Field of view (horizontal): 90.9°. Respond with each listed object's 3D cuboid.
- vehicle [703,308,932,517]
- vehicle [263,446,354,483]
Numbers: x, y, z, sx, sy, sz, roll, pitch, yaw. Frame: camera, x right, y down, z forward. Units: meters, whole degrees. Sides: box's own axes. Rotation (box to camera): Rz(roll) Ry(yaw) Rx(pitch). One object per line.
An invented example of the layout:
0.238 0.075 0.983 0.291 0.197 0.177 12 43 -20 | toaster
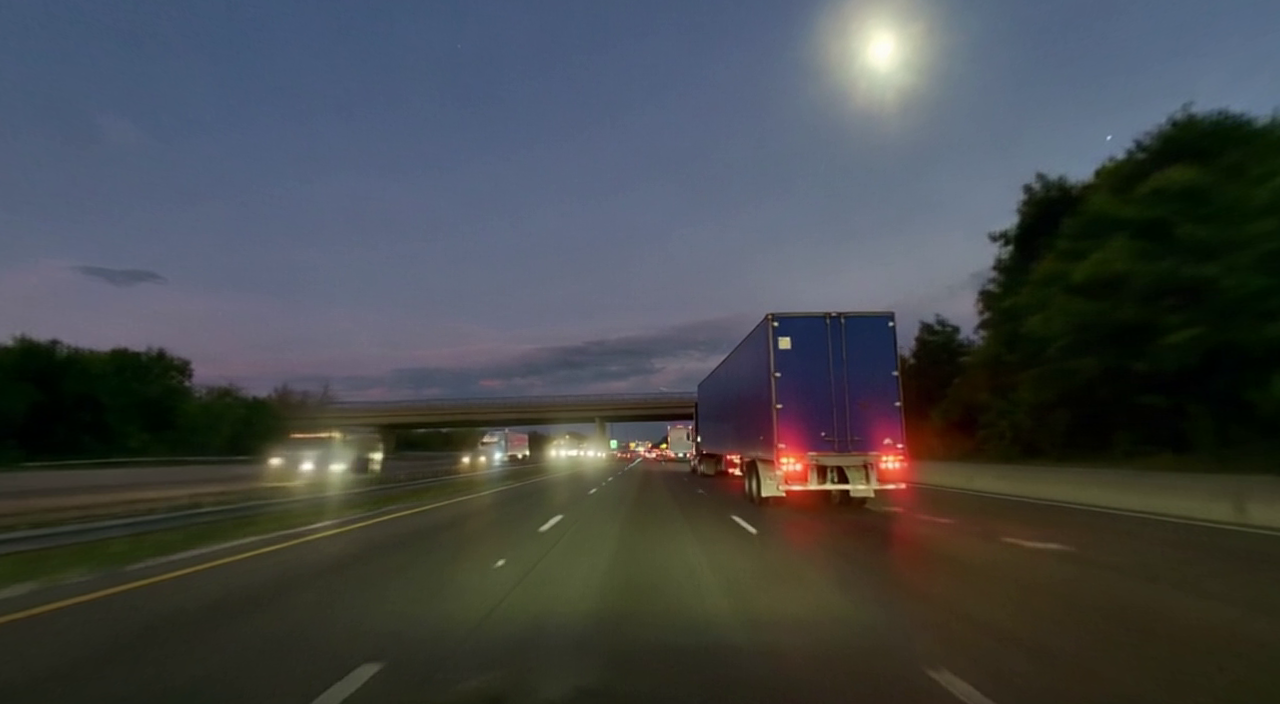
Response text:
4.110 2.229 19.307 2.825 4.054 14.210 0 -9 0 | vehicle
-14.294 4.838 27.422 1.775 1.475 3.888 0 -9 0 | vehicle
